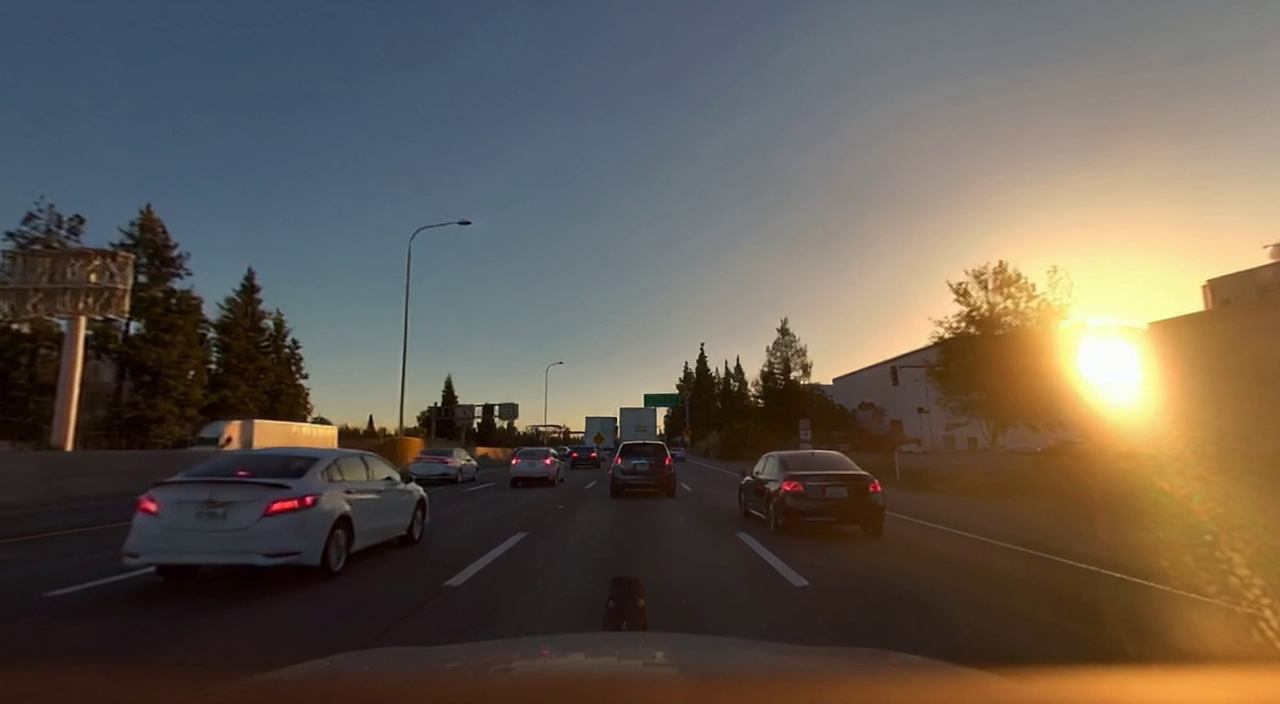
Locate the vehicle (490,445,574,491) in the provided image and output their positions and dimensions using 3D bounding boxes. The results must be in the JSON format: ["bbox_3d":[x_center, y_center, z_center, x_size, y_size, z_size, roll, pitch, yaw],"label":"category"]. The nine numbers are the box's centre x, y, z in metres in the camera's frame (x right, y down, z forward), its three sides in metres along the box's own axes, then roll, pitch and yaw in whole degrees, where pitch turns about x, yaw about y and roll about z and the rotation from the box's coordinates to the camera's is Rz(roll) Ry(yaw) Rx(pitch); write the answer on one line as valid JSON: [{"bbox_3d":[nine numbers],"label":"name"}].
[{"bbox_3d":[-3.678,4.048,22.382,2.132,1.464,4.481,0,-9,1],"label":"vehicle"}]

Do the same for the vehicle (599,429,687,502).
[{"bbox_3d":[0.106,3.110,17.566,2.152,1.779,3.924,0,-9,1],"label":"vehicle"}]

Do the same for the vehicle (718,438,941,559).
[{"bbox_3d":[2.623,2.149,10.084,2.018,1.470,4.491,0,-9,-2],"label":"vehicle"}]

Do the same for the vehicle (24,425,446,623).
[{"bbox_3d":[-3.763,1.642,6.992,1.883,1.500,4.161,0,-9,0],"label":"vehicle"}]
